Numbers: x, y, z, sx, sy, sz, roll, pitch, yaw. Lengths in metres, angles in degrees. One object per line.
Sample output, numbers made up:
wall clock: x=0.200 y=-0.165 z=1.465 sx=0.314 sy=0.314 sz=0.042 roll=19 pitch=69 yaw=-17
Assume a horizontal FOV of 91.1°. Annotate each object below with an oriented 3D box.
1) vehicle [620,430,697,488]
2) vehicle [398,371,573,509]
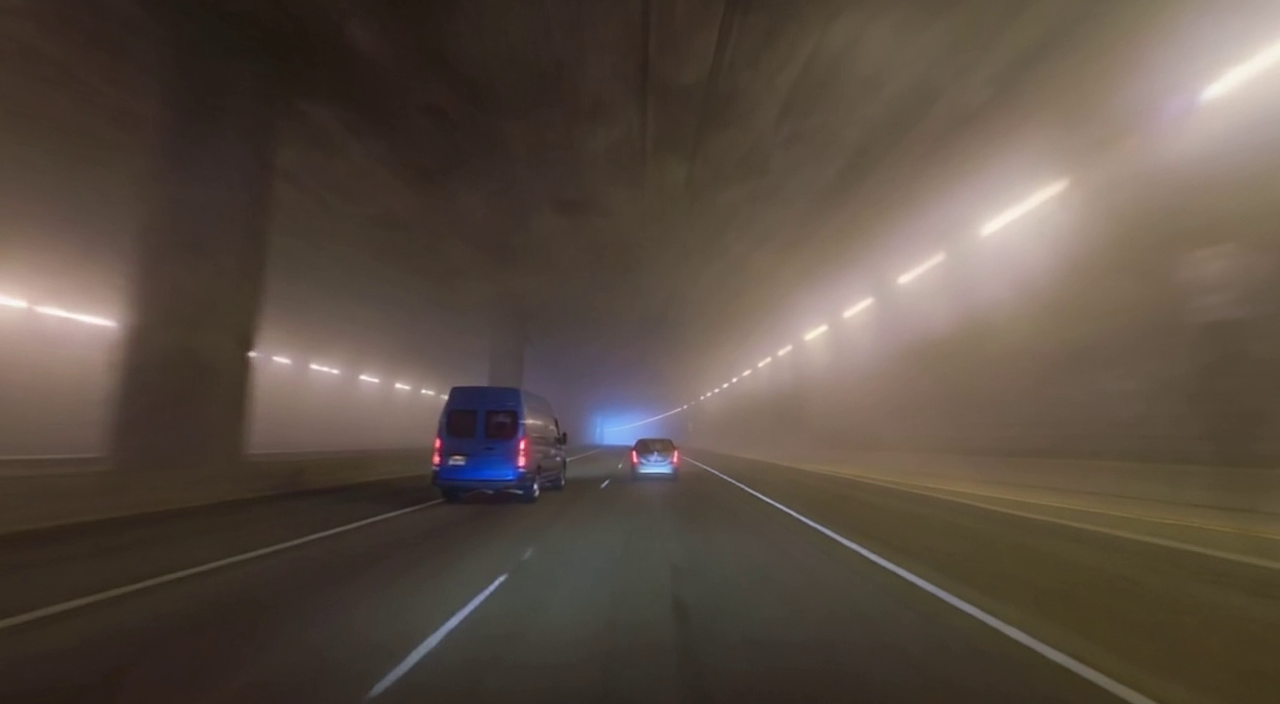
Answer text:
vehicle: x=0.542 y=3.212 z=19.303 sx=2.095 sy=1.553 sz=4.069 roll=-1 pitch=-8 yaw=1
vehicle: x=-3.063 y=1.930 z=13.985 sx=2.404 sy=2.459 sz=5.229 roll=-1 pitch=-8 yaw=2
